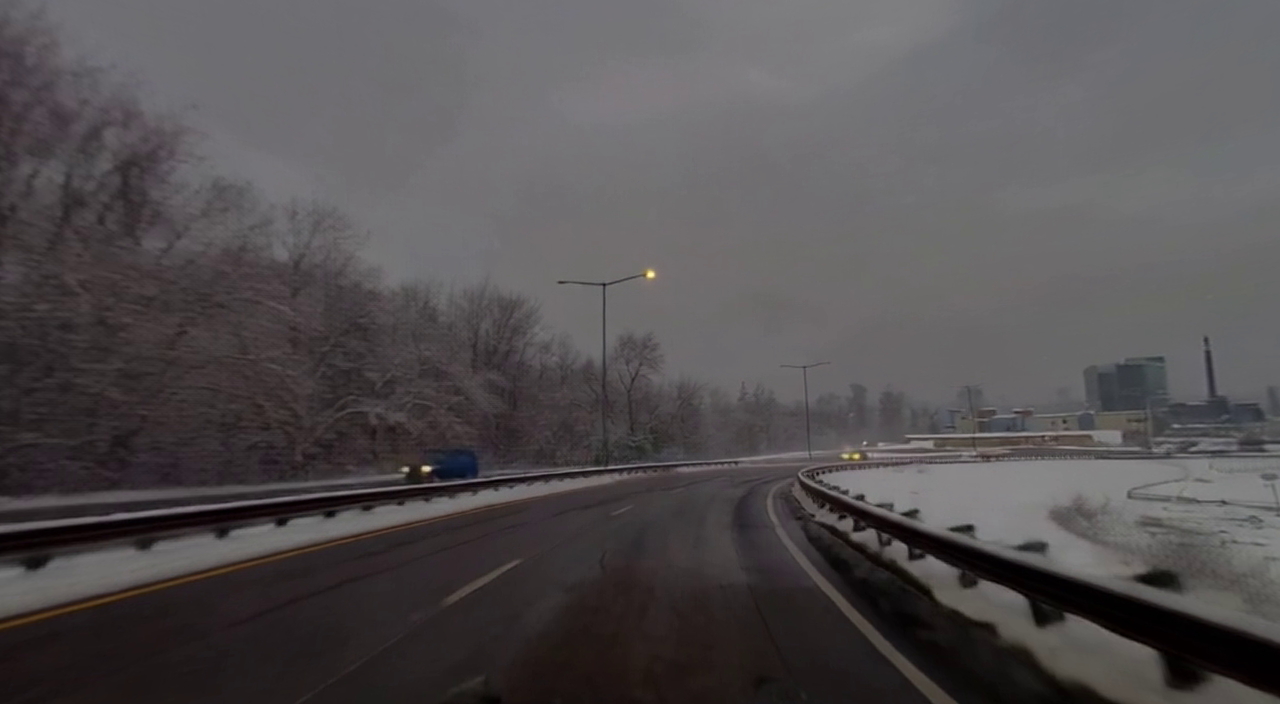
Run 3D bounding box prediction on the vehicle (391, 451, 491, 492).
[{"bbox_3d":[-8.915,5.366,28.597,2.009,1.707,4.571,-3,-9,18],"label":"vehicle"}]
